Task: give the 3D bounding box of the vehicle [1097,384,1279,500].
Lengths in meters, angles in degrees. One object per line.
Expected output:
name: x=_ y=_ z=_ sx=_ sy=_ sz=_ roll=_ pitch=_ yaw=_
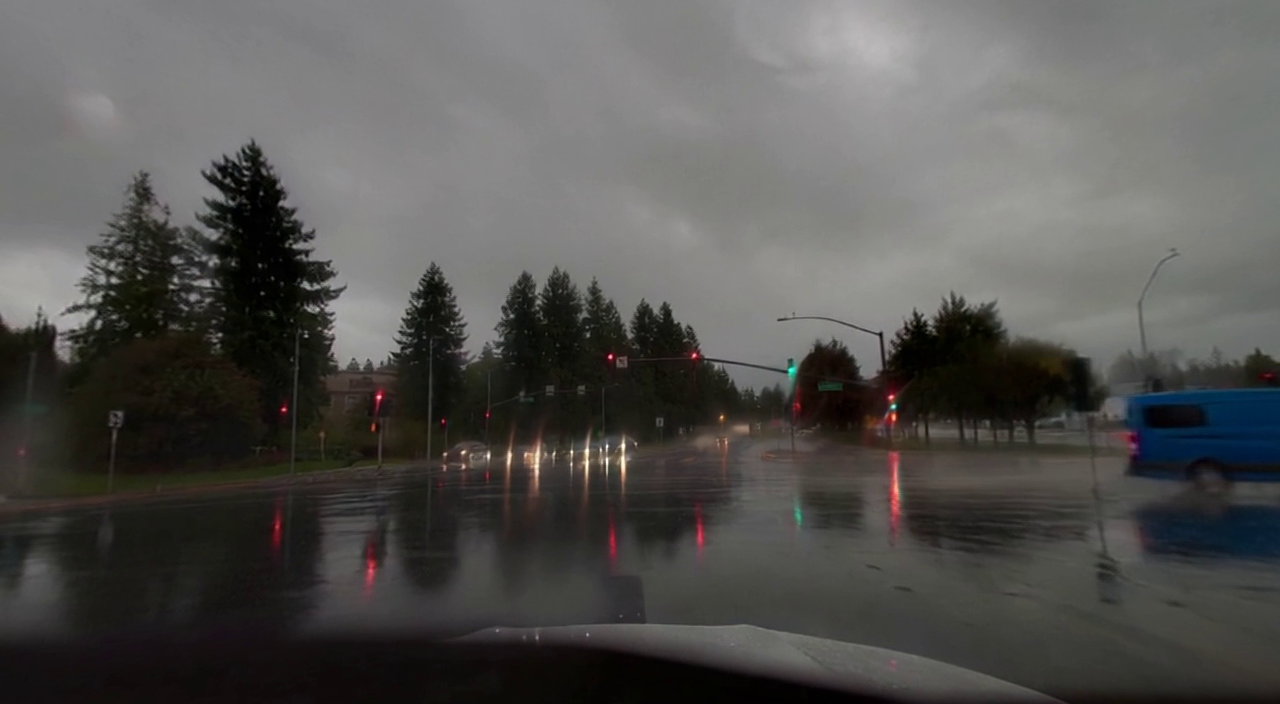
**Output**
vehicle: x=14.289 y=2.022 z=14.256 sx=5.791 sy=2.404 sz=2.465 roll=-3 pitch=-9 yaw=18
